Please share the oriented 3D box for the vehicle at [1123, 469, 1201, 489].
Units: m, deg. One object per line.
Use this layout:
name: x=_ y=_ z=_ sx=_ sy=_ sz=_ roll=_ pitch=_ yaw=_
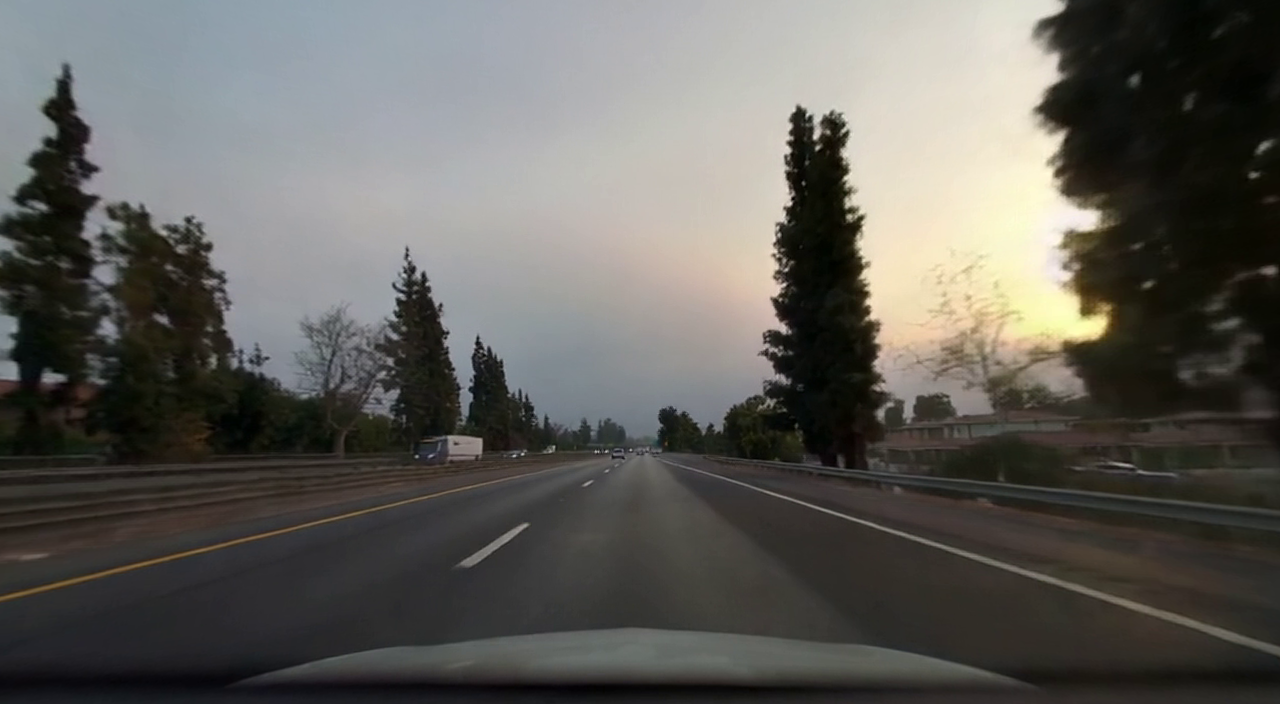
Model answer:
vehicle: x=39.994 y=9.718 z=48.296 sx=4.374 sy=1.432 sz=1.901 roll=1 pitch=-9 yaw=-4
